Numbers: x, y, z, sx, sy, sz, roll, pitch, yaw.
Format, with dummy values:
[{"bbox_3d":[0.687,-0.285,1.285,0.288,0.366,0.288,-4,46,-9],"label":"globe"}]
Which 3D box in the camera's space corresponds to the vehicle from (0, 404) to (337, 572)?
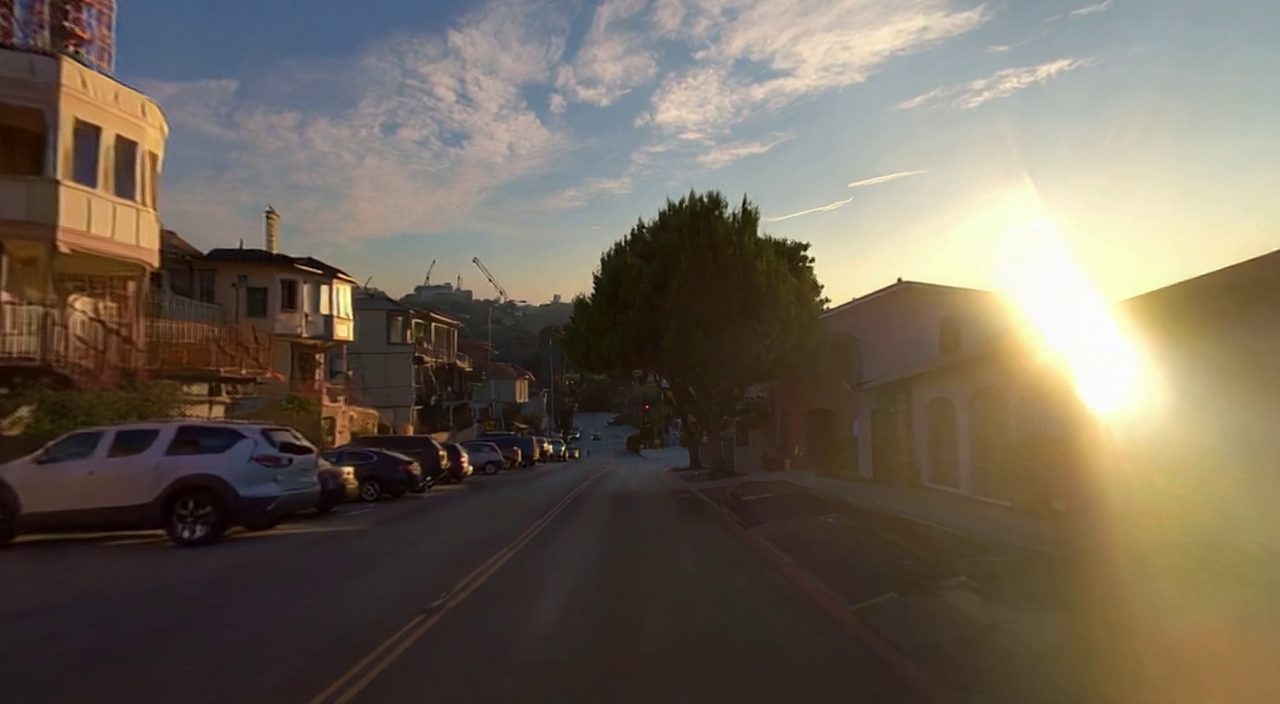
[{"bbox_3d":[-7.363,1.801,8.901,4.981,1.975,2.296,0,-8,3],"label":"vehicle"}]
